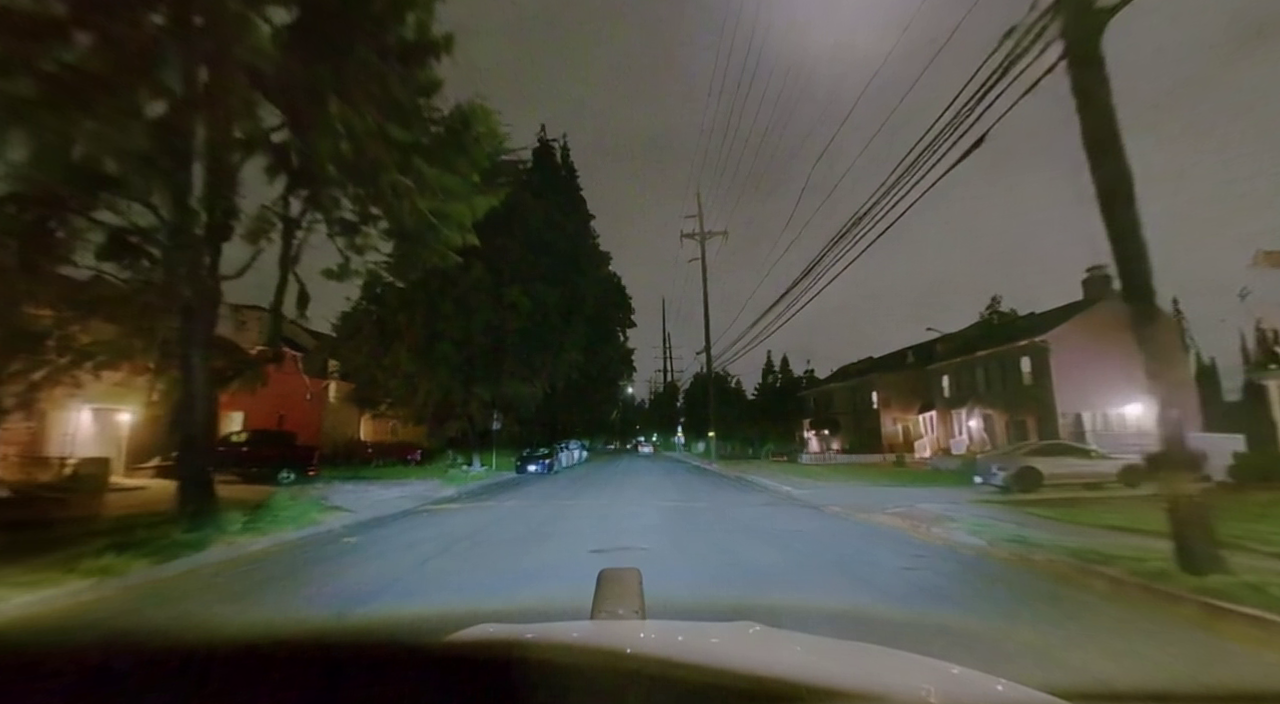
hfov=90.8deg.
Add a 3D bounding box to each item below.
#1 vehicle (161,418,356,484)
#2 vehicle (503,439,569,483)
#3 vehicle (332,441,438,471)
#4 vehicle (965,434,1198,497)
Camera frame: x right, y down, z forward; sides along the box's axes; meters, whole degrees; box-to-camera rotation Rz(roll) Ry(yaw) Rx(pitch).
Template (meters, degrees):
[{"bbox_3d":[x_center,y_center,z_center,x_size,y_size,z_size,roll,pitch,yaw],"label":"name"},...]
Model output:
[{"bbox_3d":[-12.490,3.277,20.993,4.962,1.866,2.075,3,-9,-3],"label":"vehicle"},{"bbox_3d":[-4.636,4.890,28.814,2.207,1.669,4.363,-3,-7,0],"label":"vehicle"},{"bbox_3d":[-12.554,5.147,31.389,4.526,1.449,1.869,1,-9,-9],"label":"vehicle"},{"bbox_3d":[11.803,3.052,17.188,4.700,1.441,2.167,-1,-8,-2],"label":"vehicle"}]
